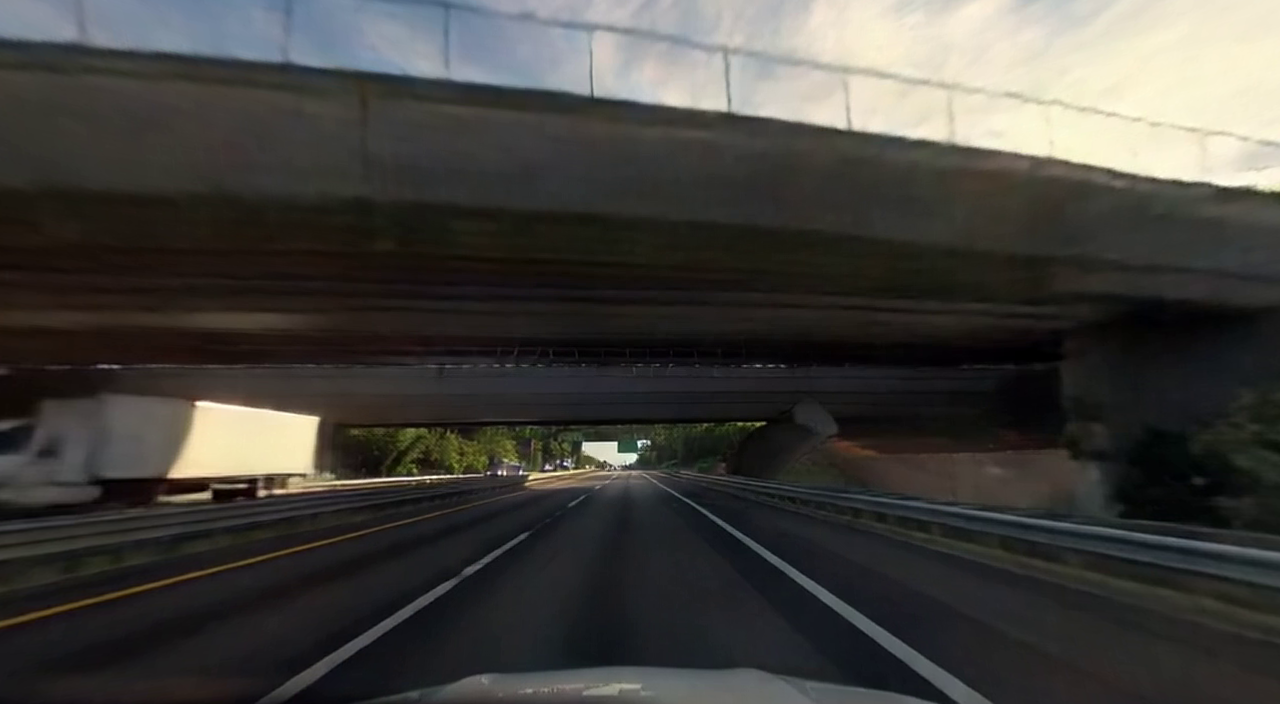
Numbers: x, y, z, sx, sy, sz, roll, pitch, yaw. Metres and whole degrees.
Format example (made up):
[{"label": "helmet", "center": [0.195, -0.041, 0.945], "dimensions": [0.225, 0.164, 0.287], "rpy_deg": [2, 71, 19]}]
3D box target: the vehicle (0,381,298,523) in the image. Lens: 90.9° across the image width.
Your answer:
[{"label": "vehicle", "center": [-16.406, 3.570, 21.922], "dimensions": [2.932, 3.708, 10.622], "rpy_deg": [1, -10, 0]}]
